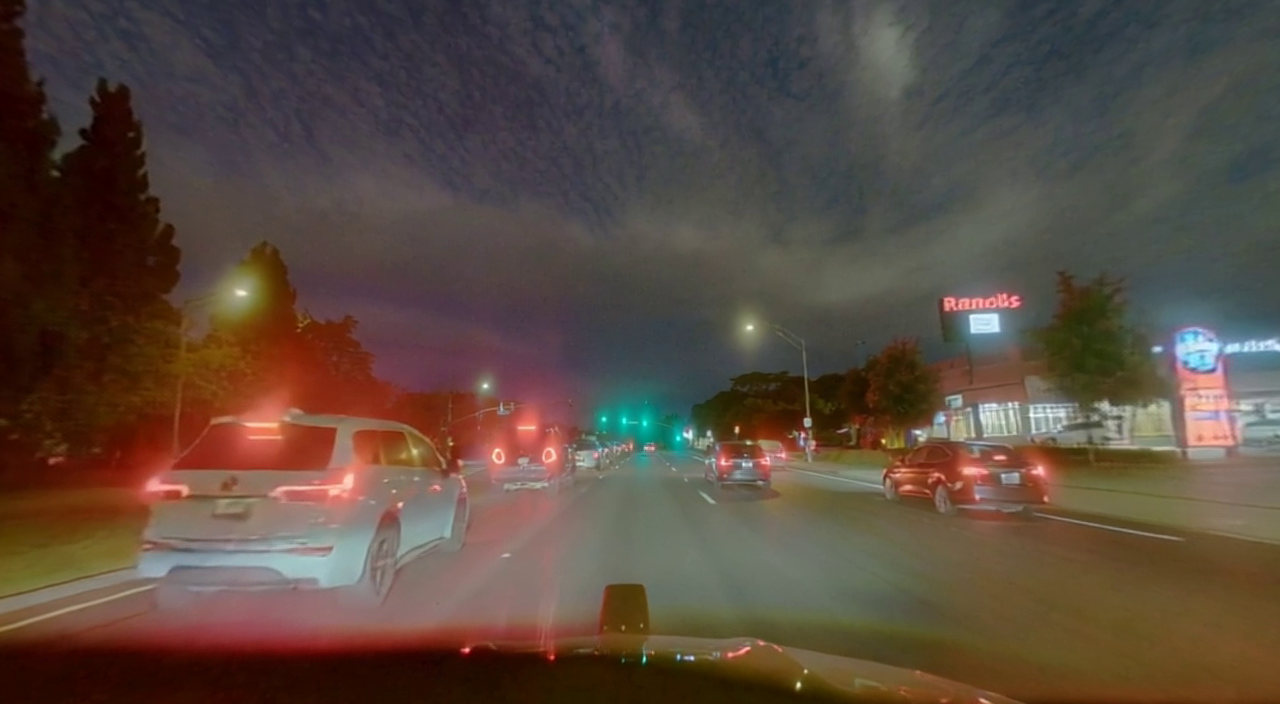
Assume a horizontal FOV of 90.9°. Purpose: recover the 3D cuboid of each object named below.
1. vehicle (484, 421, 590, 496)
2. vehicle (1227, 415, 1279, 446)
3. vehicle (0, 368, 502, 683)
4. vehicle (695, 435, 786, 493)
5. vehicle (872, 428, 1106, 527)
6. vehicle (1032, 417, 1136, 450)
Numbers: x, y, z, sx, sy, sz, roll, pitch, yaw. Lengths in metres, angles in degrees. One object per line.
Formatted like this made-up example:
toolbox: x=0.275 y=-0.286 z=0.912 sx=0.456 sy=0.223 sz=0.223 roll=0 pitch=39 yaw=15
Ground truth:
vehicle: x=-2.662 y=2.905 z=17.466 sx=2.117 sy=1.799 sz=4.442 roll=0 pitch=-9 yaw=1
vehicle: x=30.913 y=3.900 z=30.928 sx=1.787 sy=1.423 sz=4.347 roll=-5 pitch=-10 yaw=26
vehicle: x=-2.849 y=1.281 z=5.723 sx=2.141 sy=1.719 sz=4.379 roll=0 pitch=-9 yaw=1
vehicle: x=2.832 y=3.266 z=18.737 sx=2.004 sy=1.512 sz=4.206 roll=0 pitch=-9 yaw=0
vehicle: x=6.372 y=2.337 z=12.334 sx=1.881 sy=1.540 sz=4.750 roll=0 pitch=-9 yaw=0
vehicle: x=29.745 y=5.551 z=42.381 sx=2.209 sy=1.864 sz=5.044 roll=2 pitch=-11 yaw=-28
